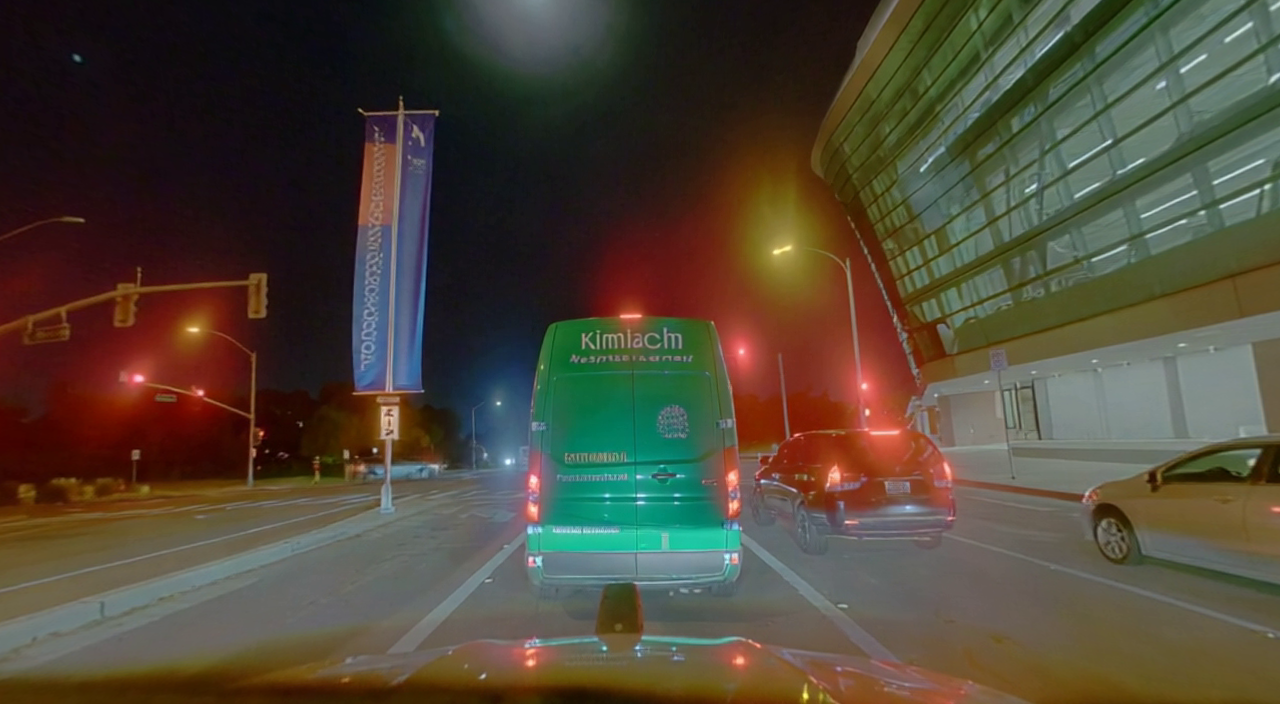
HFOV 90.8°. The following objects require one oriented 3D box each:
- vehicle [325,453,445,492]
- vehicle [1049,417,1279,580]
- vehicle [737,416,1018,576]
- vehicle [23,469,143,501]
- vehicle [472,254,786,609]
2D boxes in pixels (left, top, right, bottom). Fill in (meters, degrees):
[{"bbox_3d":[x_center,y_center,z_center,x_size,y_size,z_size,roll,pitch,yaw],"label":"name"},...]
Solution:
[{"bbox_3d":[-11.254,5.345,28.252,4.659,1.615,1.944,2,-9,-13],"label":"vehicle"},{"bbox_3d":[7.538,1.577,6.996,1.963,1.669,4.678,3,-9,-21],"label":"vehicle"},{"bbox_3d":[2.880,1.862,9.040,2.183,1.676,4.506,0,-8,-1],"label":"vehicle"},{"bbox_3d":[-31.100,7.436,35.397,4.806,1.652,1.869,0,-8,-2],"label":"vehicle"},{"bbox_3d":[-0.054,1.167,9.094,2.613,3.035,7.342,0,-8,1],"label":"vehicle"}]
